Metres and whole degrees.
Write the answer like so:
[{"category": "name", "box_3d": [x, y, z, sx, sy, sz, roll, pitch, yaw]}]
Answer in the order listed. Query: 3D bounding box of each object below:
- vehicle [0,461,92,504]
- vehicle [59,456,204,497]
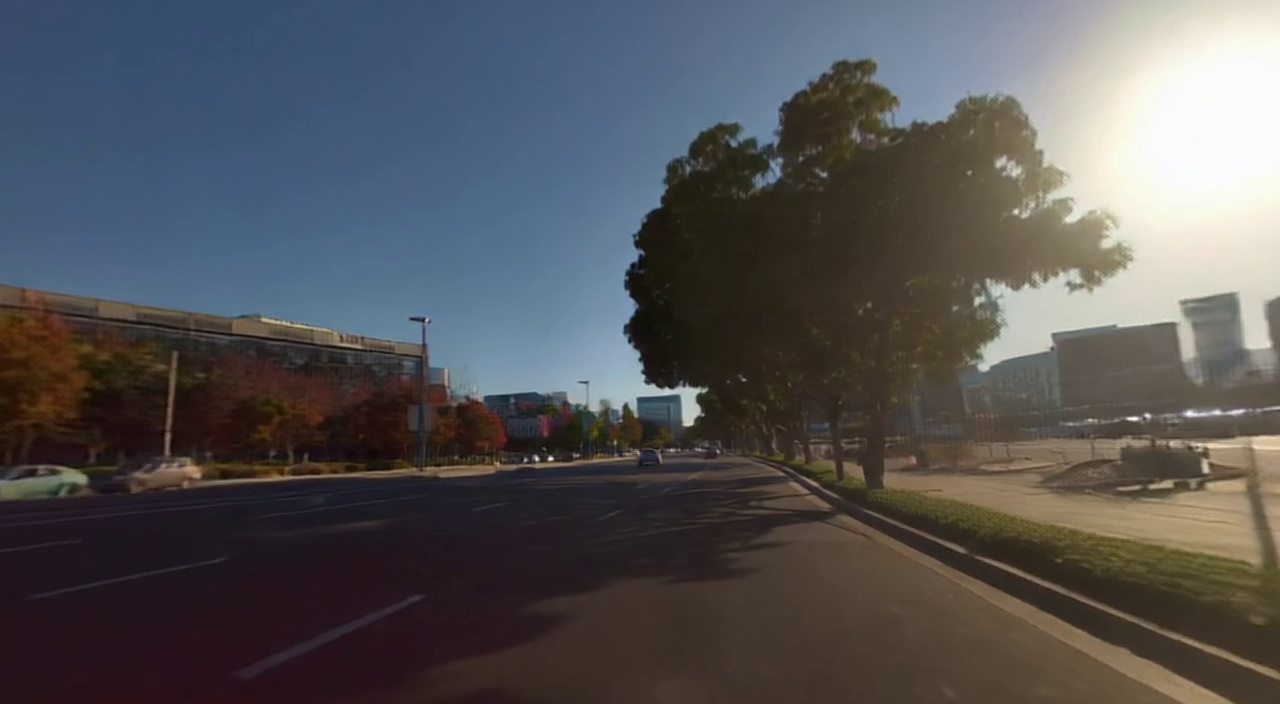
[{"category": "vehicle", "box_3d": [-25.552, 5.311, 25.866, 1.867, 1.540, 4.423, -2, -8, 9]}, {"category": "vehicle", "box_3d": [-21.832, 5.342, 27.425, 1.872, 1.493, 4.724, -2, -8, 10]}]
